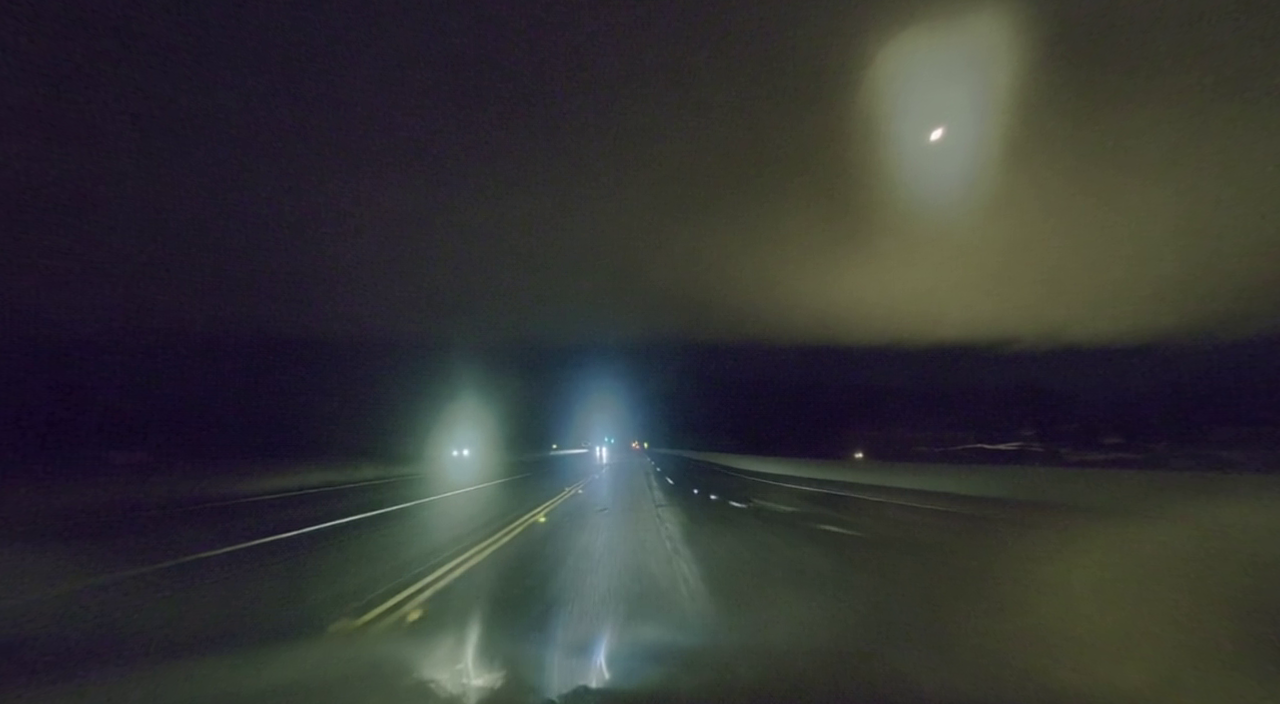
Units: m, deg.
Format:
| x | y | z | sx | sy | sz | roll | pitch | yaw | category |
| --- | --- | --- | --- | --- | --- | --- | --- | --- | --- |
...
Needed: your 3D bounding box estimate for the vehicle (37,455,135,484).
| x | y | z | sx | sy | sz | roll | pitch | yaw | category |
| --- | --- | --- | --- | --- | --- | --- | --- | --- | --- |
| -29.555 | 6.244 | 33.821 | 1.729 | 1.394 | 3.877 | 0 | -8 | 0 | vehicle |
